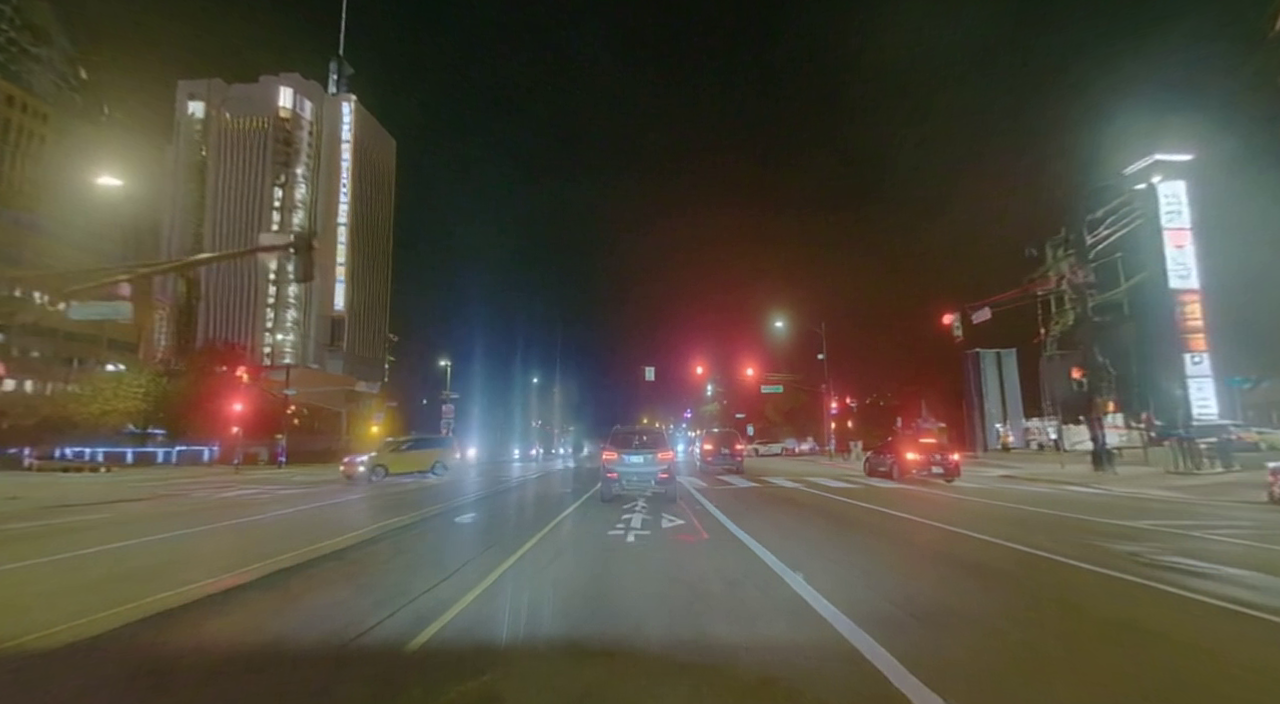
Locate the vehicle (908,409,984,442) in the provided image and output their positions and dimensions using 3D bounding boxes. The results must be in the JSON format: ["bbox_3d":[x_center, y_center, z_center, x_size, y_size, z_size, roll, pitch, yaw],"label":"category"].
[{"bbox_3d":[18.665,4.608,38.785,2.123,1.884,5.170,0,-8,0],"label":"vehicle"}]

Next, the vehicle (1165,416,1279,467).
[{"bbox_3d":[18.917,2.707,19.273,1.735,1.417,4.476,-3,-8,-2],"label":"vehicle"}]

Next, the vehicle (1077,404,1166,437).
[{"bbox_3d":[29.415,4.141,38.723,1.913,1.651,4.727,3,-3,2],"label":"vehicle"}]

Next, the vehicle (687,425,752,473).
[{"bbox_3d":[3.433,4.323,28.370,2.115,1.932,5.189,0,-8,-1],"label":"vehicle"}]

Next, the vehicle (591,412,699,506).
[{"bbox_3d":[0.057,2.496,15.073,2.157,1.863,4.665,0,-8,-1],"label":"vehicle"}]

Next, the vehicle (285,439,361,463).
[{"bbox_3d":[-23.597,7.380,47.071,4.511,1.670,2.082,-1,-10,0],"label":"vehicle"}]

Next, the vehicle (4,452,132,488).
[{"bbox_3d":[-27.247,5.659,30.209,3.892,1.541,2.031,4,-10,-13],"label":"vehicle"}]

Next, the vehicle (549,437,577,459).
[{"bbox_3d":[-5.999,7.514,49.531,1.577,1.335,4.176,-2,-4,2],"label":"vehicle"}]

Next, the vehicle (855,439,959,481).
[{"bbox_3d":[9.872,4.007,23.754,1.863,1.426,4.494,0,-8,-1],"label":"vehicle"}]

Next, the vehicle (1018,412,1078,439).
[{"bbox_3d":[24.535,4.399,38.028,1.422,1.496,3.318,1,-6,1],"label":"vehicle"}]

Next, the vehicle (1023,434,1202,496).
[{"bbox_3d":[13.792,3.301,18.836,1.734,1.527,4.531,-3,-8,-1],"label":"vehicle"}]

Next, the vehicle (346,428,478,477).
[{"bbox_3d":[-9.387,4.096,26.012,4.827,1.856,2.291,3,-9,-23],"label":"vehicle"}]

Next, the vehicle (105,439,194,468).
[{"bbox_3d":[-31.671,6.674,40.979,2.060,1.732,5.462,1,-11,-9],"label":"vehicle"}]
